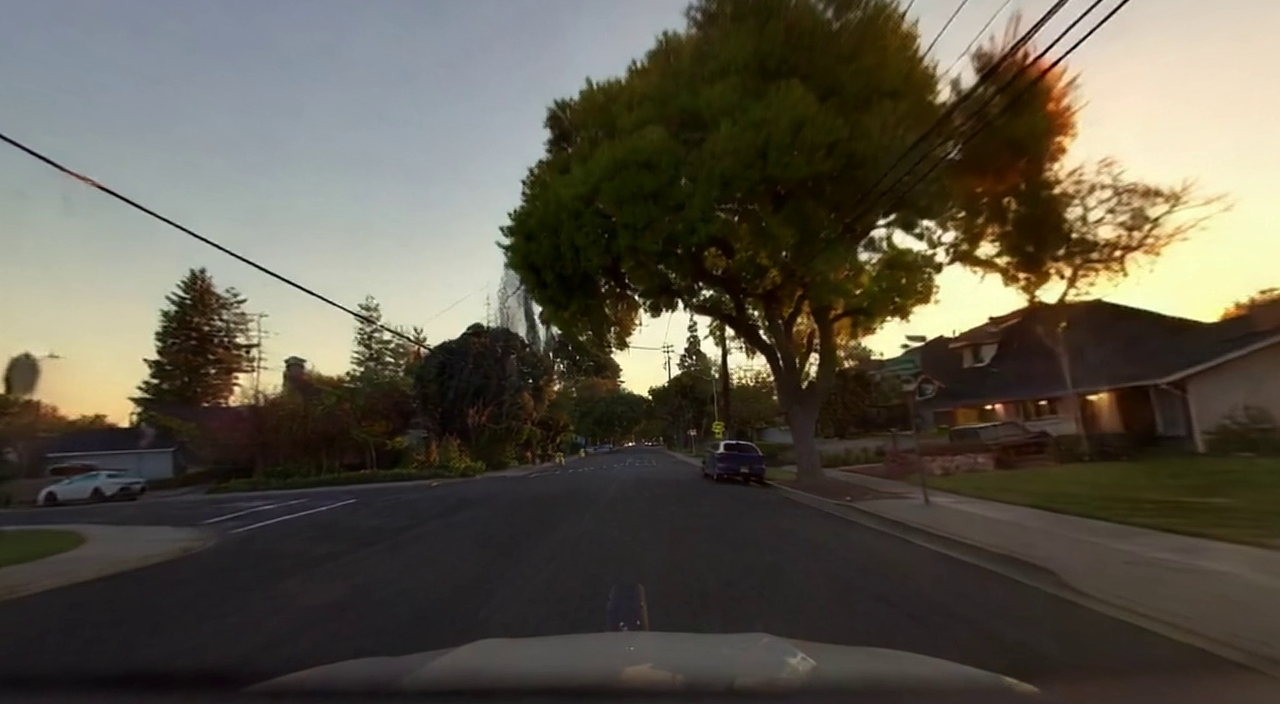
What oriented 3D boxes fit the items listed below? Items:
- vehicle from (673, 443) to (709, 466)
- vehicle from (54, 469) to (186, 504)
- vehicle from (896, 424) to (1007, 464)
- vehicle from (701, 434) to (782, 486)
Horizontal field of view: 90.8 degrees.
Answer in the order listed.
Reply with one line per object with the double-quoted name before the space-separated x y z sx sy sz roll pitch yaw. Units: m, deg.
"vehicle" 3.477 7.082 43.920 2.012 1.531 4.557 0 -8 -1
"vehicle" -23.975 6.197 29.234 4.479 1.475 1.842 0 -8 2
"vehicle" 15.243 4.508 31.085 4.283 1.660 2.035 -3 -7 0
"vehicle" 3.668 4.012 23.799 2.134 1.720 4.515 0 -8 -2
